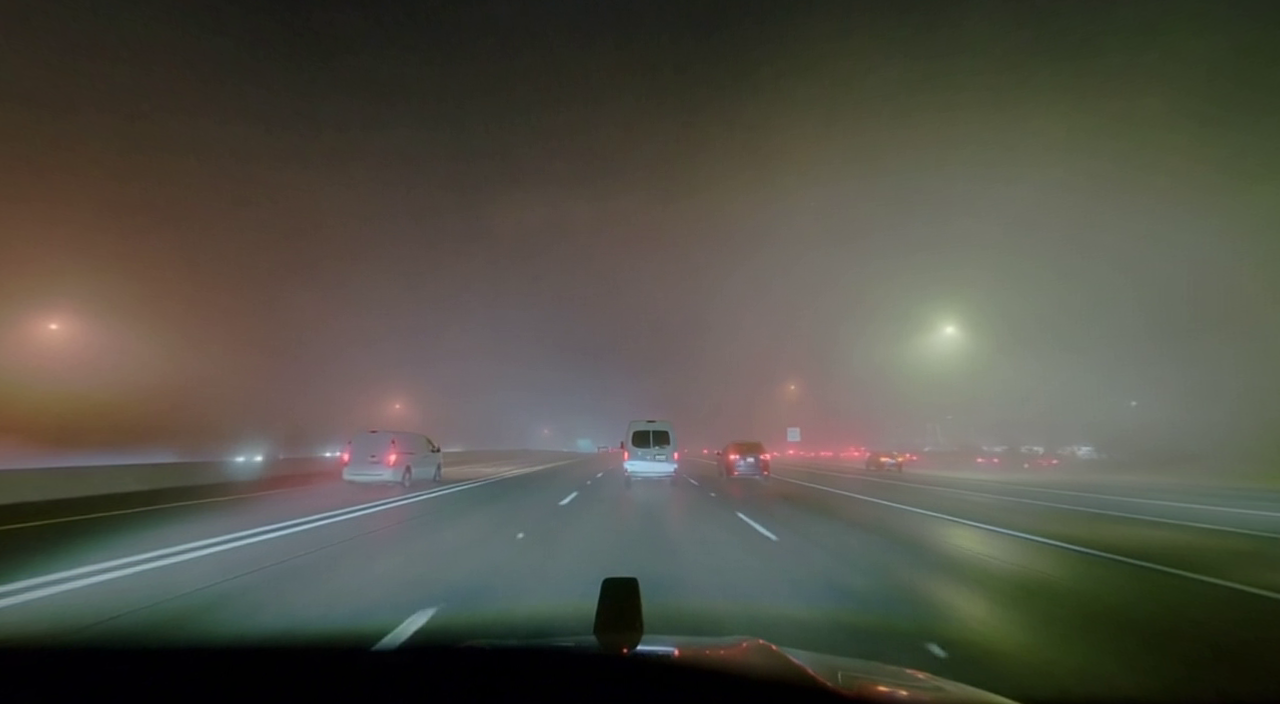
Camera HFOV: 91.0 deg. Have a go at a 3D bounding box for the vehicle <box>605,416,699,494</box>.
[{"bbox_3d":[0.293,3.112,19.289,2.509,2.062,4.639,0,-8,-1],"label":"vehicle"}]

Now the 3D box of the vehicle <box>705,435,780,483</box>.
[{"bbox_3d":[3.909,4.166,24.839,2.146,1.678,4.489,0,-8,-1],"label":"vehicle"}]

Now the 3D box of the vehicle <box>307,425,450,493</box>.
[{"bbox_3d":[-7.695,3.201,19.212,2.192,1.776,4.957,0,-8,0],"label":"vehicle"}]
